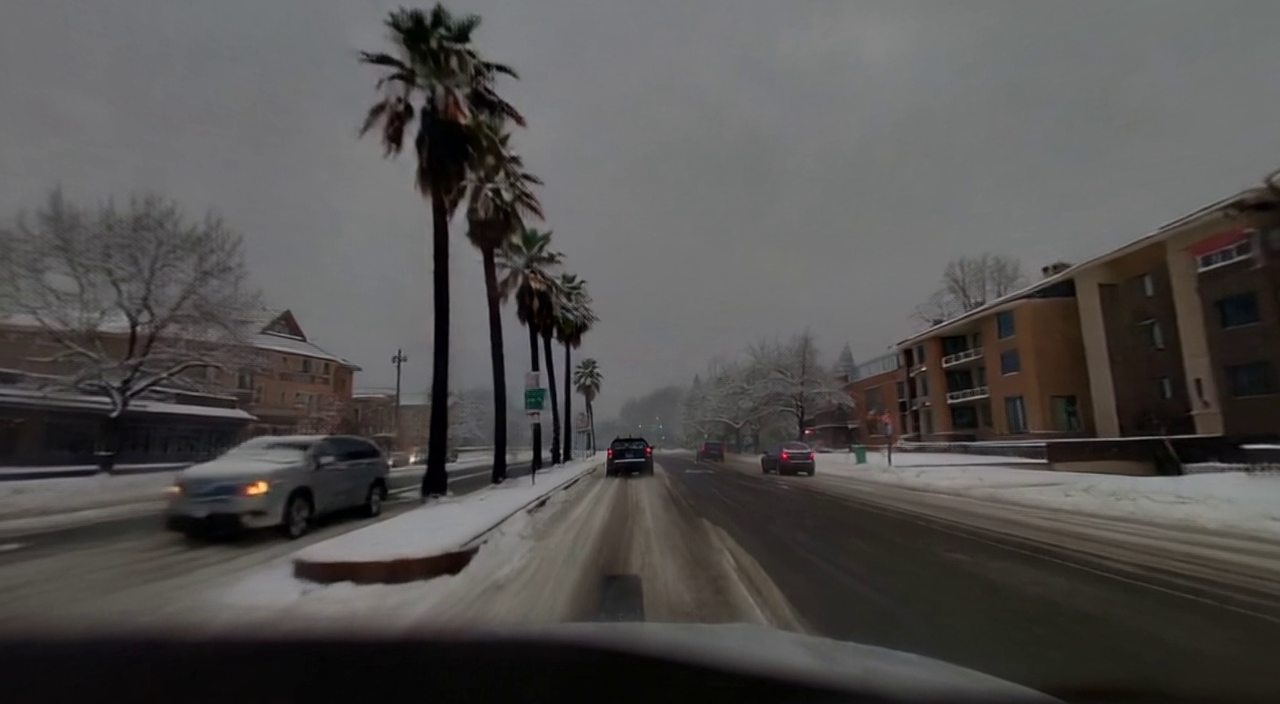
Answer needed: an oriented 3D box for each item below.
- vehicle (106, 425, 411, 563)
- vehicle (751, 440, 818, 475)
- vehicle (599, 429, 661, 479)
[{"bbox_3d":[-5.262,1.965,9.592,2.028,1.489,4.386,-3,-8,-2],"label":"vehicle"},{"bbox_3d":[6.726,4.953,29.875,1.975,1.483,4.769,0,-8,-1],"label":"vehicle"},{"bbox_3d":[-0.379,4.053,25.231,2.277,1.816,4.192,0,-8,-1],"label":"vehicle"}]
